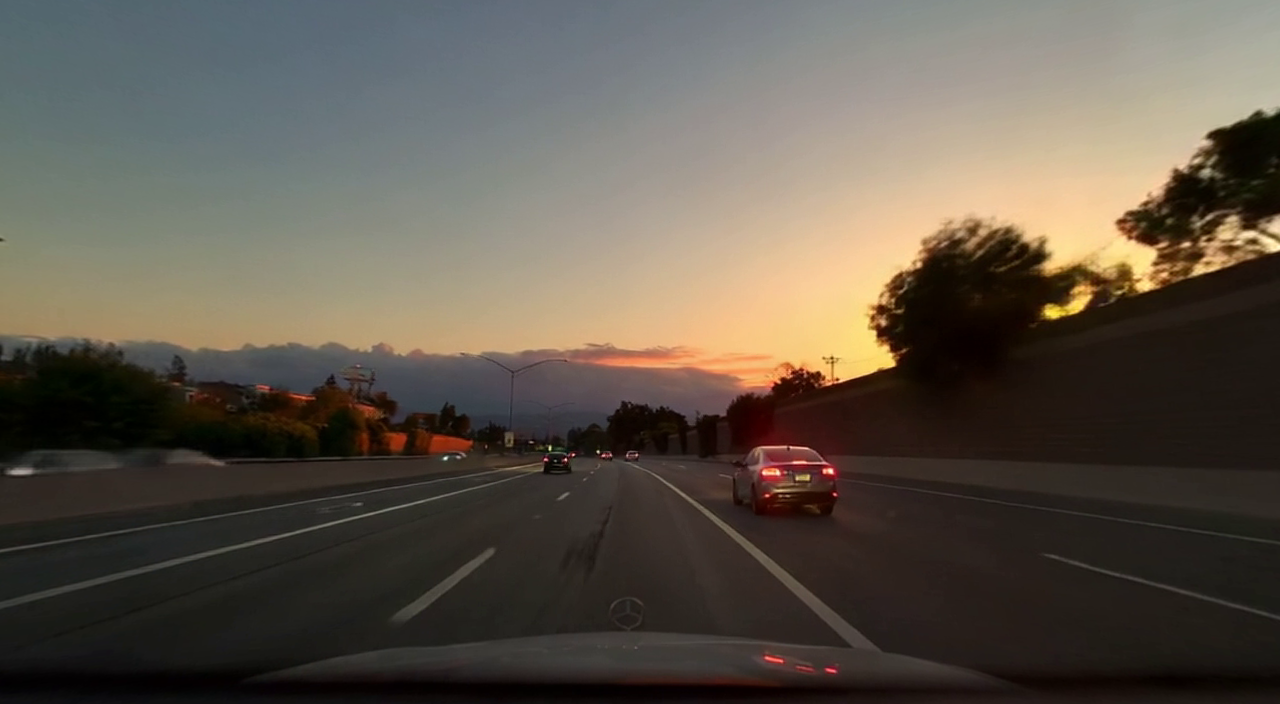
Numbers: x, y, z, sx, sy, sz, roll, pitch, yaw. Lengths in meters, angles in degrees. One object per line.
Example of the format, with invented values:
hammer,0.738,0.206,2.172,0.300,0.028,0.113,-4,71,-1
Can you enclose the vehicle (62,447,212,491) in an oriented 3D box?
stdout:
vehicle,-18.877,4.378,24.013,1.890,1.450,4.608,0,-9,0

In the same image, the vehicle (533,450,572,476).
vehicle,-5.439,6.938,39.597,2.014,1.481,4.156,0,-9,-3

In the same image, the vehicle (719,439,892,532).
vehicle,3.006,2.531,12.690,2.030,1.490,4.737,0,-9,-2
